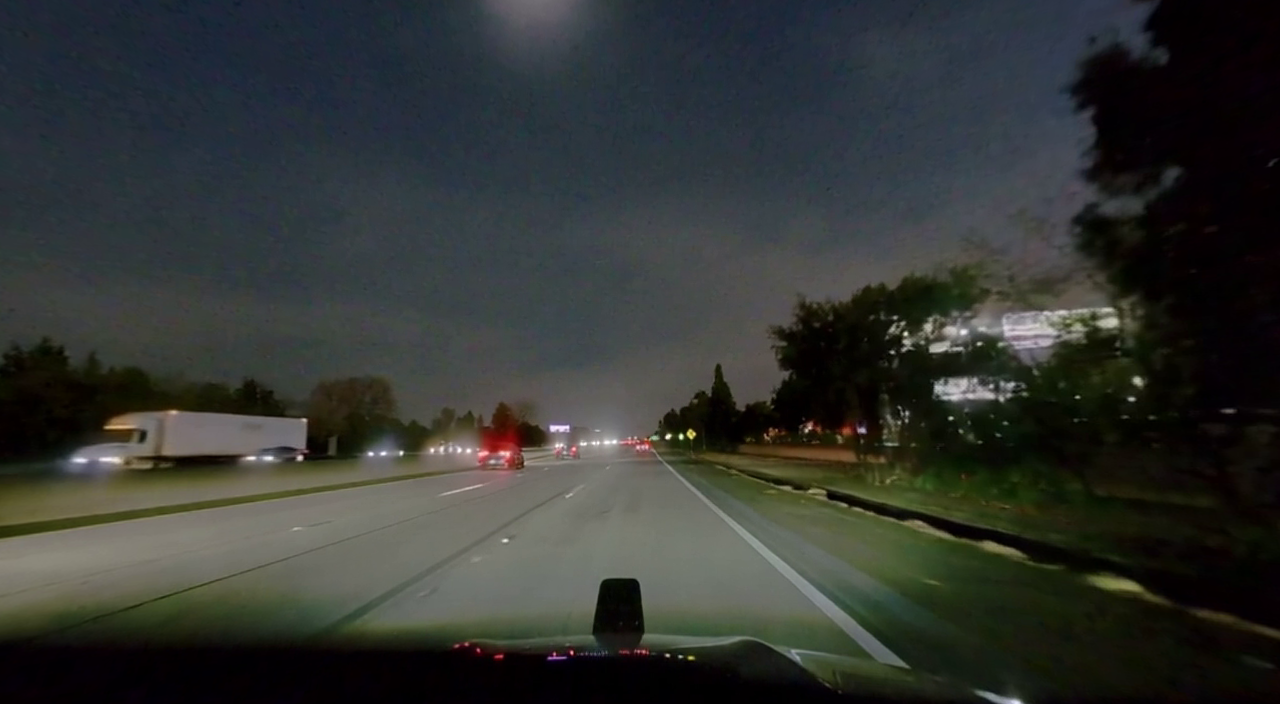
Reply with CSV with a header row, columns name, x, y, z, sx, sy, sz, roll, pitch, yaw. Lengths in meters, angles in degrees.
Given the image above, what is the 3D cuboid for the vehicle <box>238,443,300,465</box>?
name,x,y,z,sx,sy,sz,roll,pitch,yaw
vehicle,-28.615,7.894,48.750,1.915,1.610,4.542,0,-9,1

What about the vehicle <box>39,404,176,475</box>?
name,x,y,z,sx,sy,sz,roll,pitch,yaw
vehicle,-32.719,5.469,39.100,2.976,4.021,5.937,0,-9,1

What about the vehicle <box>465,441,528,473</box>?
name,x,y,z,sx,sy,sz,roll,pitch,yaw
vehicle,-7.204,5.339,32.234,2.008,1.520,4.731,0,-9,1
